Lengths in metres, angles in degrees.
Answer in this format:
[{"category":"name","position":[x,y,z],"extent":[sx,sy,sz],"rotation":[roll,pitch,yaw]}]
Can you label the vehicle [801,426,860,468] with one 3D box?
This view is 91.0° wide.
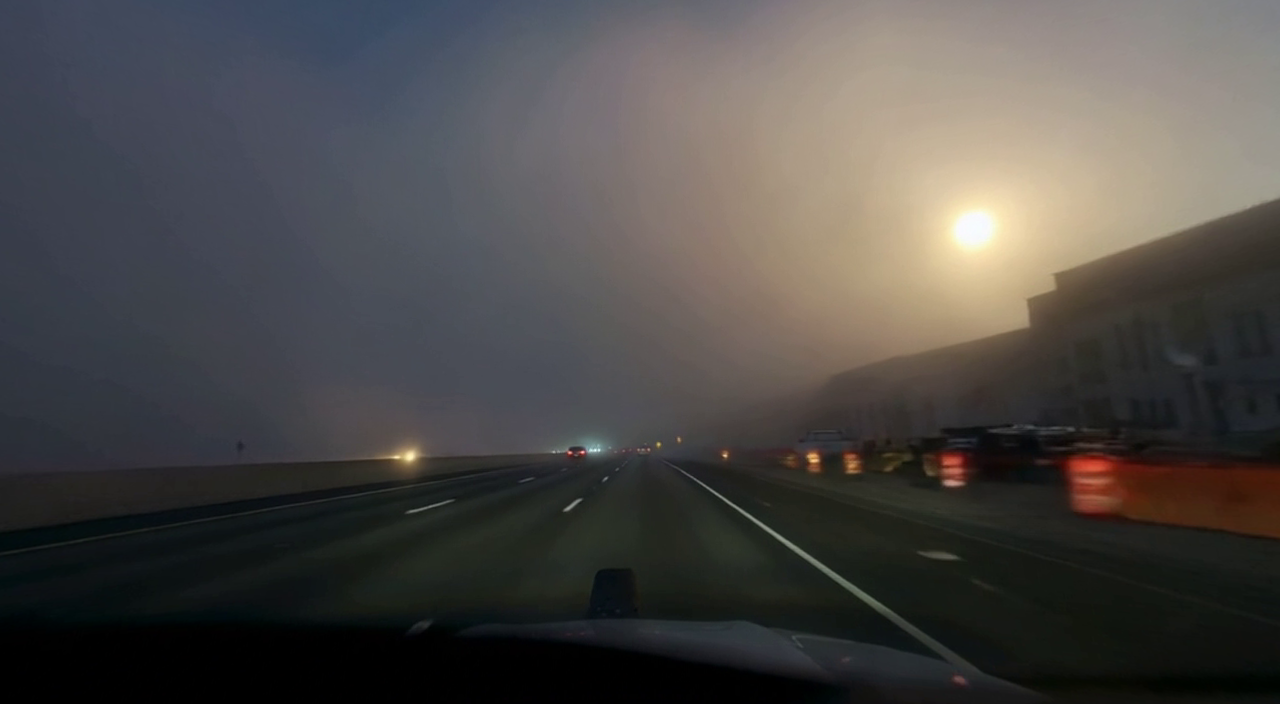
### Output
[{"category":"vehicle","position":[14.311,7.223,47.633],"extent":[2.763,2.805,4.926],"rotation":[-2,-10,0]}]
